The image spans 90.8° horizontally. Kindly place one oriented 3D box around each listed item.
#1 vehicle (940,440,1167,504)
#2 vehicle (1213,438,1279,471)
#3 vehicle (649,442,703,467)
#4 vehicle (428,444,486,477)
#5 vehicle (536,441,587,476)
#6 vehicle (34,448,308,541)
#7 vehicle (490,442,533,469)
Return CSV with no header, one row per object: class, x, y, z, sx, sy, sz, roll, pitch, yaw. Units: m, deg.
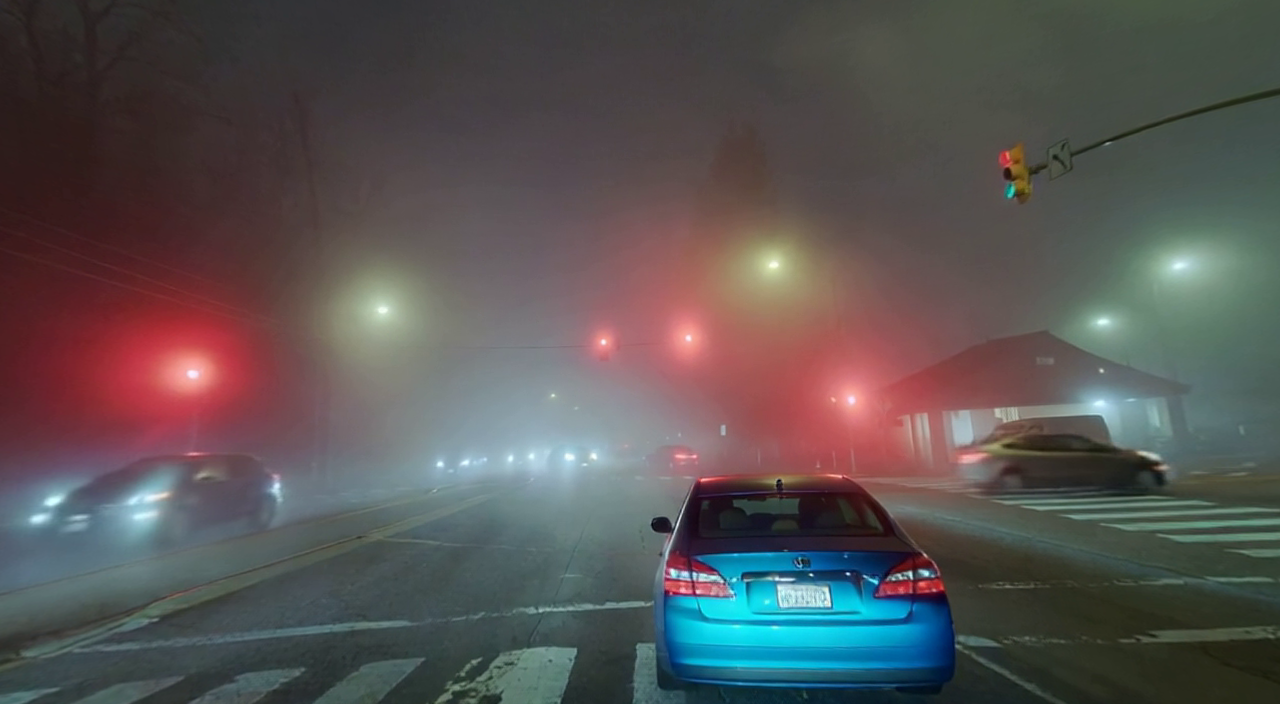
vehicle,9.984,2.917,15.643,4.228,1.416,1.846,-2,-9,11
vehicle,33.960,5.595,34.582,4.537,1.665,2.049,4,-9,-24
vehicle,2.177,6.478,39.987,1.919,1.453,4.828,2,-9,-16
vehicle,-8.777,5.218,30.676,1.779,1.460,4.463,0,-9,-4
vehicle,-3.694,4.872,29.078,1.935,1.464,4.562,2,-9,-12
vehicle,-8.727,2.633,12.423,2.024,1.460,4.381,0,-9,0
vehicle,-8.662,7.006,43.105,2.087,1.718,4.700,0,-9,-2
